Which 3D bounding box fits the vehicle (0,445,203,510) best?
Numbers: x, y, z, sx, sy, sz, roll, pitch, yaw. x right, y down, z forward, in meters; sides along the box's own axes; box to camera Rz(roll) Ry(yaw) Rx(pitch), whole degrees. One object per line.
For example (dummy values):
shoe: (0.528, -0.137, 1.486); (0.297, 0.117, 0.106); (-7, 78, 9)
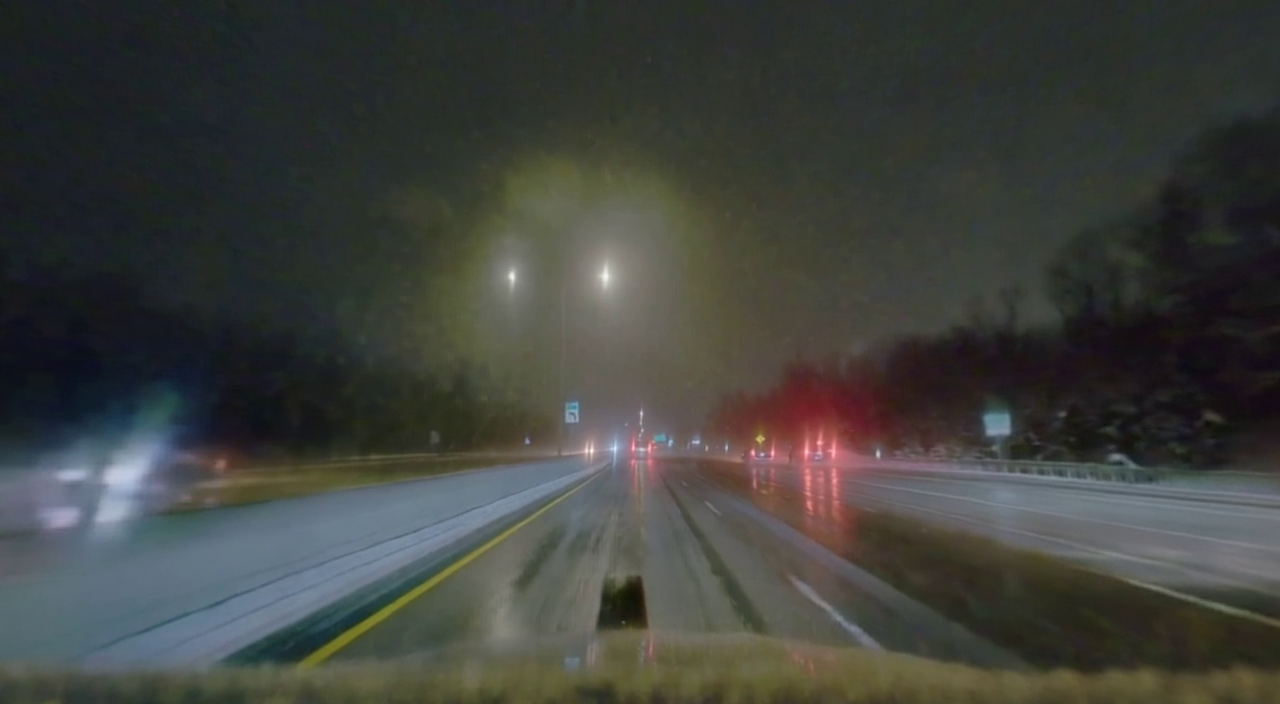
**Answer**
vehicle: (-14.422, 3.323, 17.218); (1.974, 1.539, 4.113); (0, -8, 0)
